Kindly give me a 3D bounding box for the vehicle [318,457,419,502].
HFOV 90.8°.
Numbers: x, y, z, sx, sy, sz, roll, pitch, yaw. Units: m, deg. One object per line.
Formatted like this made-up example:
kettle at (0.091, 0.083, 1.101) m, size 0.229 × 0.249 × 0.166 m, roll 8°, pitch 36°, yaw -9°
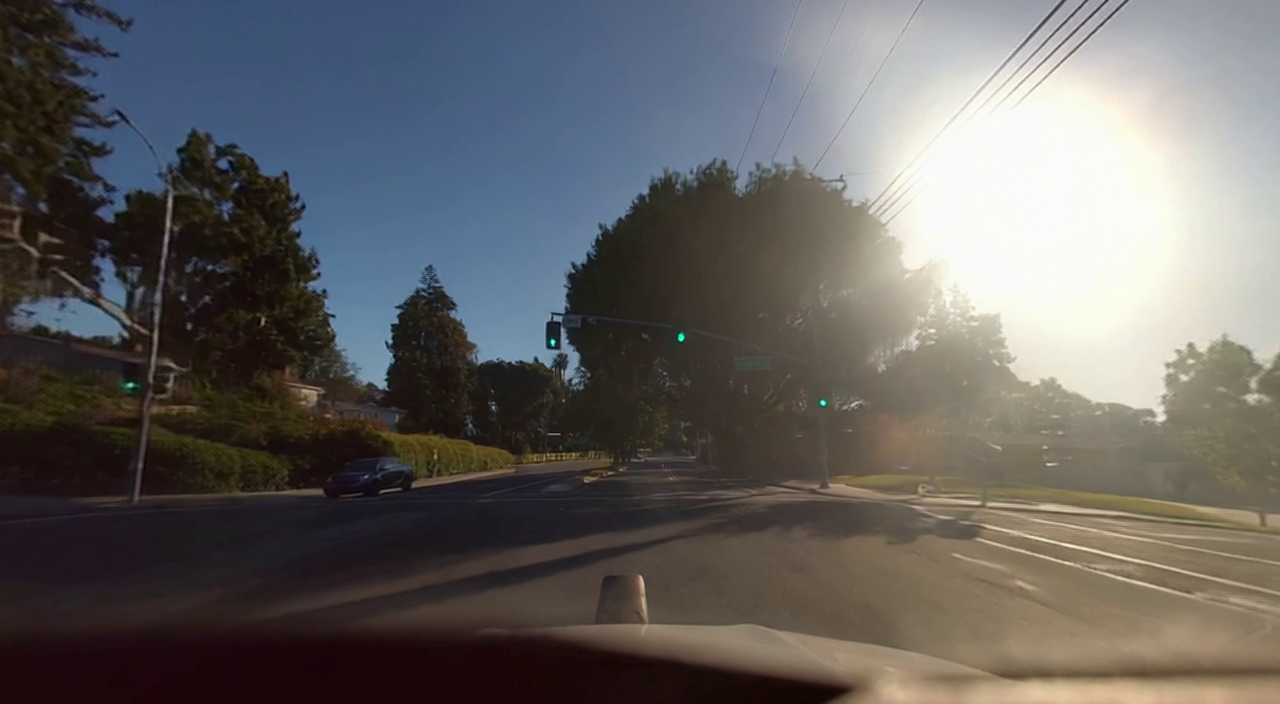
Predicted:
vehicle at (-10.374, 4.873, 24.546) m, size 1.983 × 1.482 × 4.190 m, roll -1°, pitch -9°, yaw 1°
